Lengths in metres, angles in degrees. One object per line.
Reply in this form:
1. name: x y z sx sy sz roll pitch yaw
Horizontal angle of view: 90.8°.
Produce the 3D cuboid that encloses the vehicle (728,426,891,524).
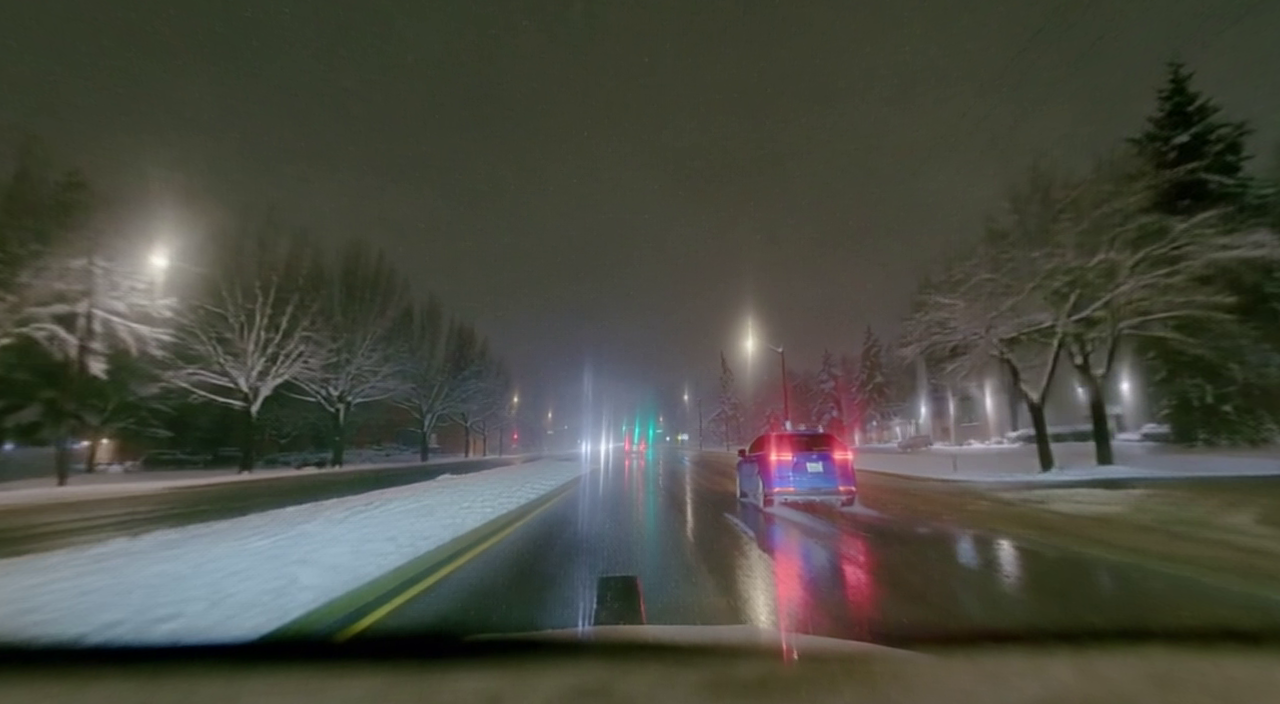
1. vehicle: 3.215 2.429 13.042 2.060 1.665 4.284 0 -8 -1
